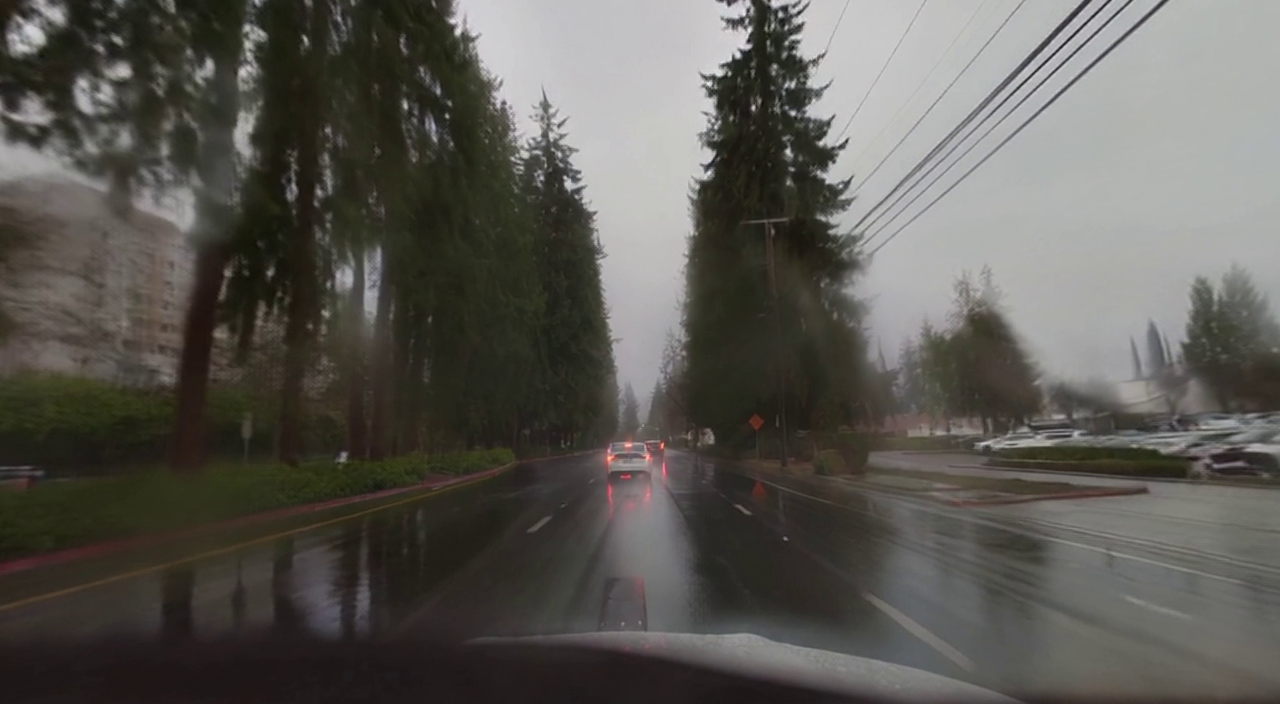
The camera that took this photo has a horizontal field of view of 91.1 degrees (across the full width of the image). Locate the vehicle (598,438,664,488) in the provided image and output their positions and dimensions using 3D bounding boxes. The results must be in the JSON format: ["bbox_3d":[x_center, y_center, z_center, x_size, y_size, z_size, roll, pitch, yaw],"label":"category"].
[{"bbox_3d":[-0.263,3.642,20.926,1.991,1.463,3.988,0,-8,0],"label":"vehicle"}]
